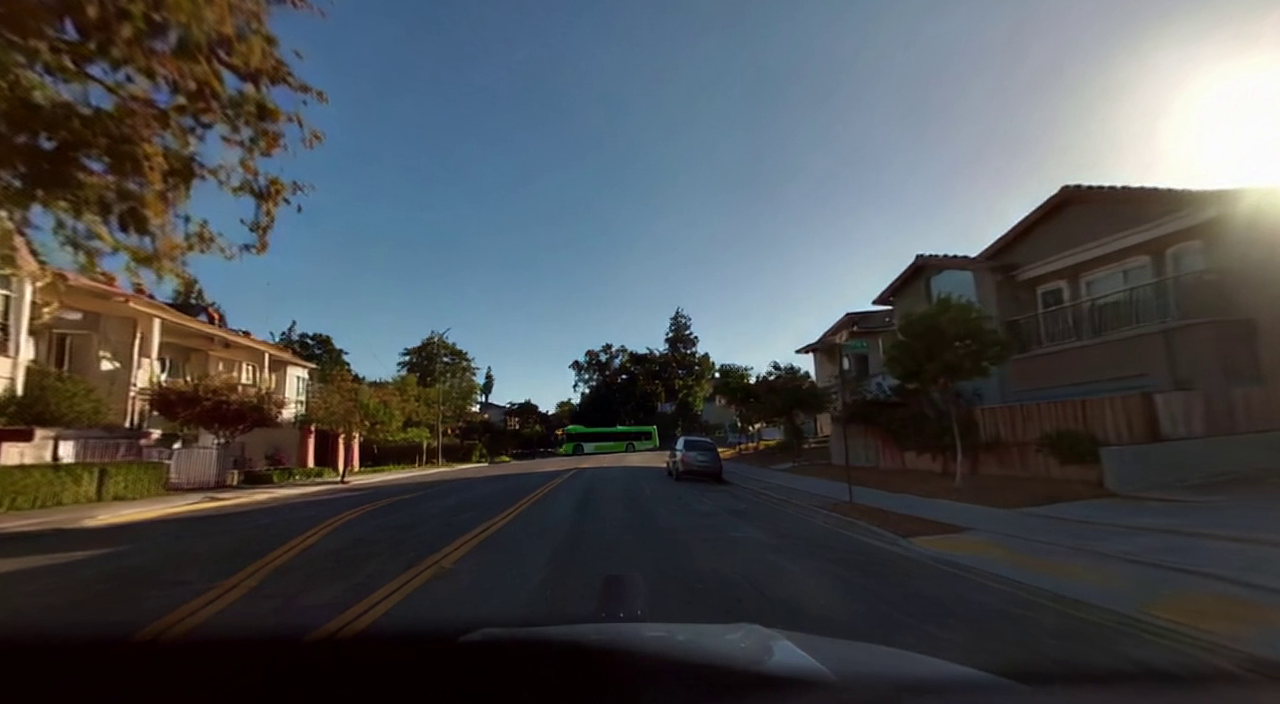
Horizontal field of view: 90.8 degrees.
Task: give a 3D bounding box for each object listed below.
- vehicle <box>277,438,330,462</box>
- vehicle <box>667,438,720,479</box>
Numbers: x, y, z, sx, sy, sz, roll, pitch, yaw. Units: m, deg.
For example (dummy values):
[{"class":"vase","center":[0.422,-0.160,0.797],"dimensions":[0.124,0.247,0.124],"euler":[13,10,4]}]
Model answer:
[{"class":"vehicle","center":[-26.000,7.602,49.033],"dimensions":[2.006,1.766,4.685],"euler":[1,-9,-7]},{"class":"vehicle","center":[2.177,4.477,26.762],"dimensions":[1.984,1.601,3.994],"euler":[0,-9,1]}]
